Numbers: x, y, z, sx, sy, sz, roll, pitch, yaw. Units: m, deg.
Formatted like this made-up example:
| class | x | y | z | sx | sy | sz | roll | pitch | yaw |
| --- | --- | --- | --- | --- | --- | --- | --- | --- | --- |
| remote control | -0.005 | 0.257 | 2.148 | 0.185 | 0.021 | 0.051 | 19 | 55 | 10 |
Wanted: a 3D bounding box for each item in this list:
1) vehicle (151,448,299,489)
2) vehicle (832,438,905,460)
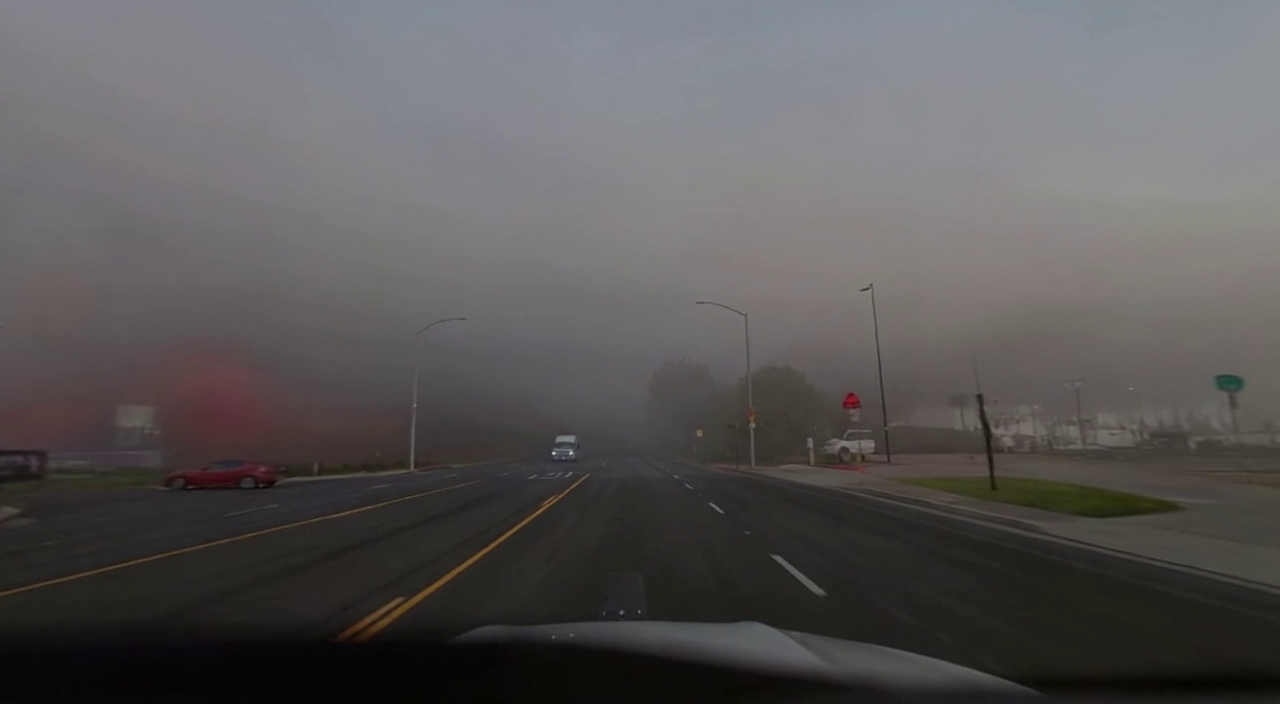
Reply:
| class | x | y | z | sx | sy | sz | roll | pitch | yaw |
| --- | --- | --- | --- | --- | --- | --- | --- | --- | --- |
| vehicle | -17.002 | 4.777 | 26.083 | 4.658 | 1.544 | 2.056 | 0 | -8 | 1 |
| vehicle | 16.054 | 6.839 | 44.502 | 4.372 | 1.455 | 1.914 | 0 | -8 | -2 |
